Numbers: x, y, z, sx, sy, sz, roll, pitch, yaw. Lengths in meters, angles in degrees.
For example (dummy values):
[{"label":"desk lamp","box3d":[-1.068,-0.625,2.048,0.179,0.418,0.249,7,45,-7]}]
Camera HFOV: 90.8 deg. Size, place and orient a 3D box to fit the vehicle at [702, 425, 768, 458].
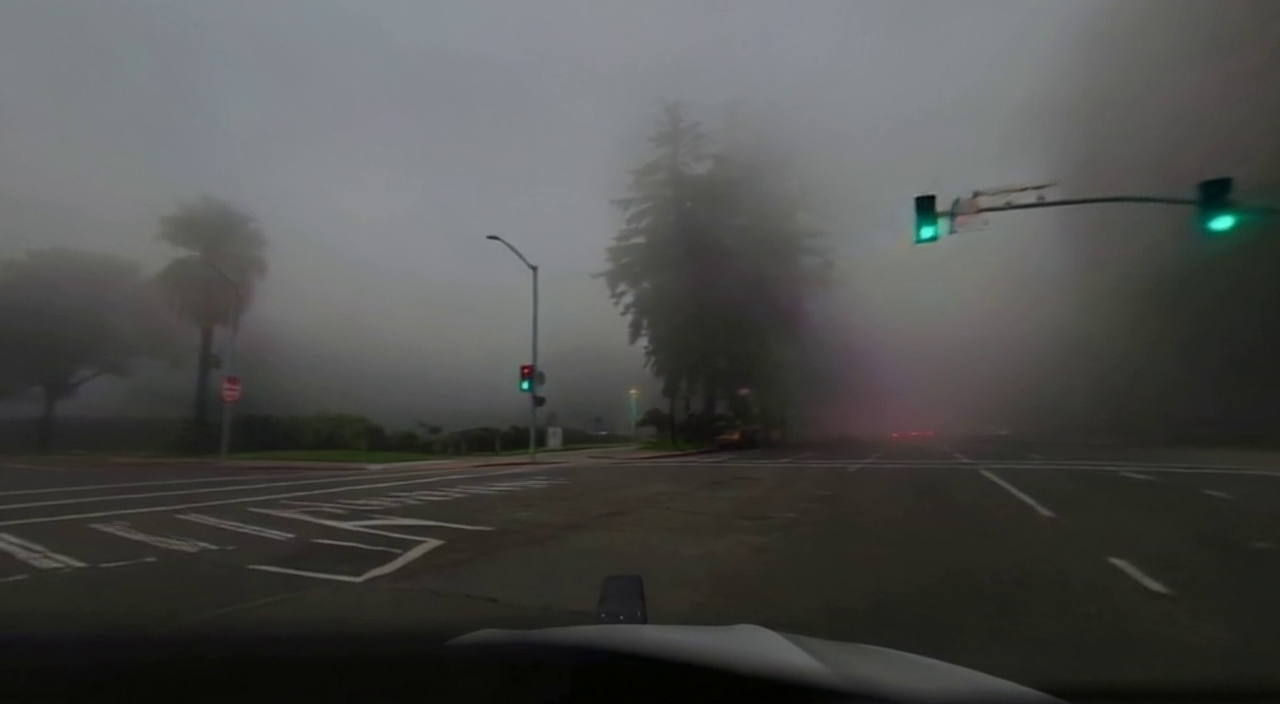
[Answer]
[{"label":"vehicle","box3d":[4.686,4.318,30.579,2.149,1.477,4.186,-4,-9,23]}]
